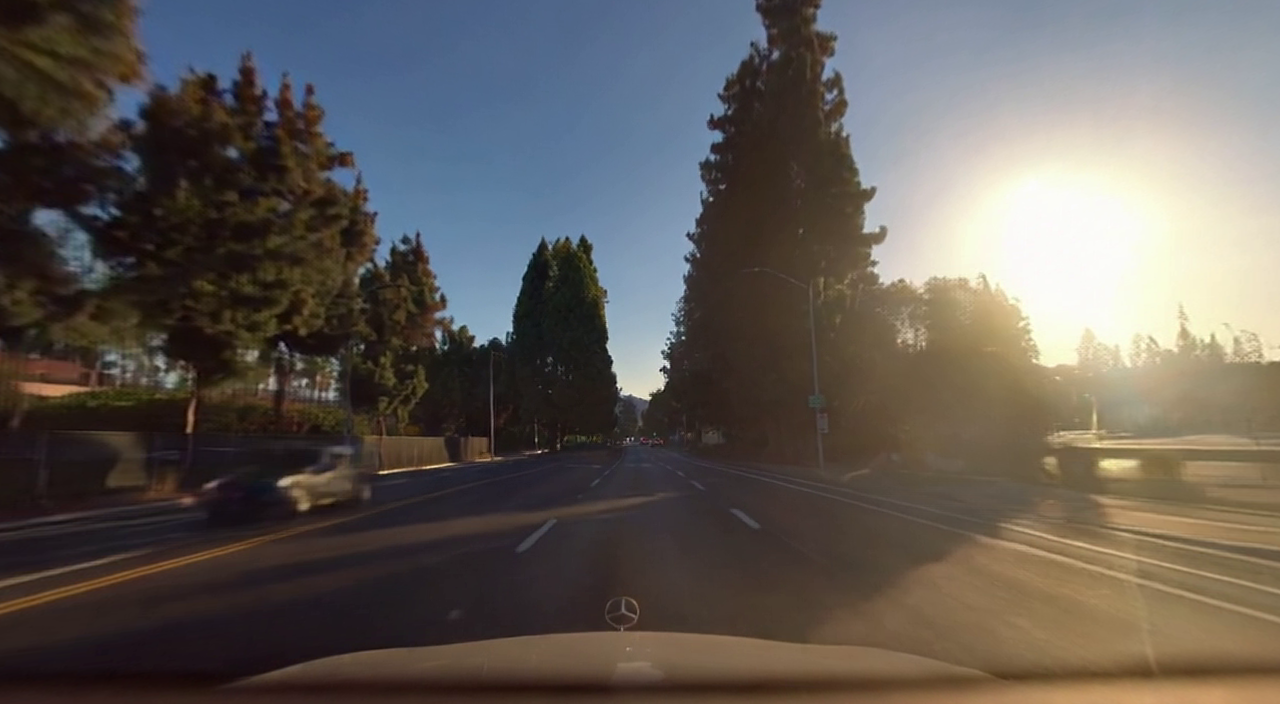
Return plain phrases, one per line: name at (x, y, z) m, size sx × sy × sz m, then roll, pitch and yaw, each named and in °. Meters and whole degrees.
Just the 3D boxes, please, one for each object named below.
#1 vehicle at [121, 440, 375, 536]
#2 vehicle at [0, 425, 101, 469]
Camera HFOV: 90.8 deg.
vehicle at (-7.210, 2.504, 12.437) m, size 2.055 × 1.478 × 4.842 m, roll 0°, pitch -8°, yaw -2°
vehicle at (-48.629, 7.436, 48.986) m, size 10.897 × 3.109 × 2.847 m, roll -1°, pitch -8°, yaw 0°
